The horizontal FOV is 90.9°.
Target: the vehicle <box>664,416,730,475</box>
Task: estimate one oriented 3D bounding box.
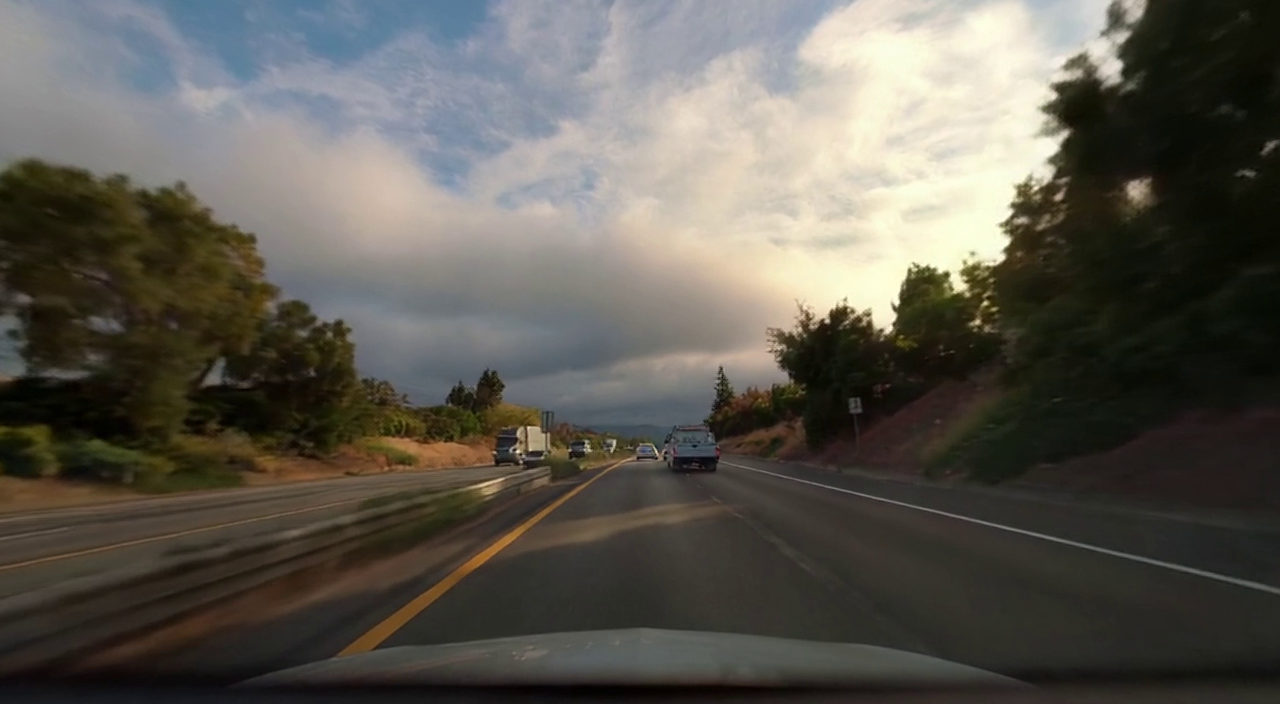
[{"bbox_3d":[2.578,4.441,29.957,2.423,2.517,5.055,0,-9,-3],"label":"vehicle"}]
